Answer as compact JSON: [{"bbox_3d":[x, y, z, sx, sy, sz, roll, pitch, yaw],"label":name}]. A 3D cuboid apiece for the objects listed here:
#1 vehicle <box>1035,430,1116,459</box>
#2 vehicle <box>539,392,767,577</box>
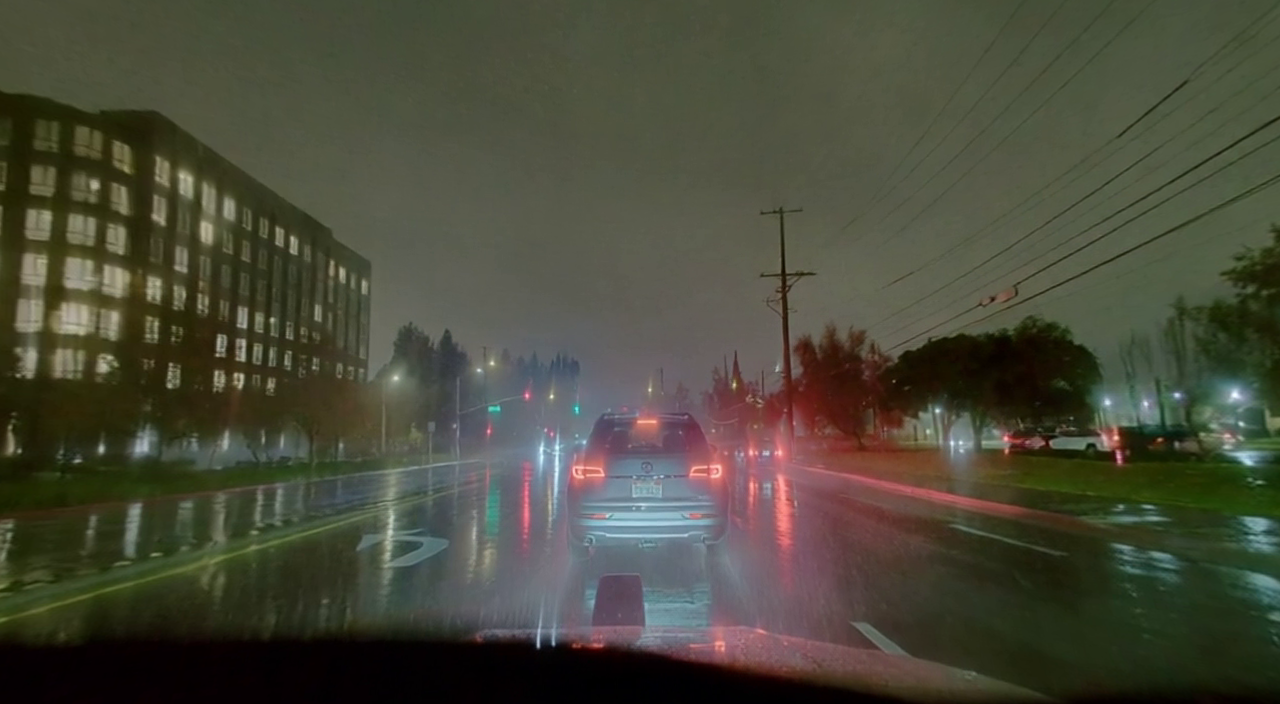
[{"bbox_3d":[33.926,7.262,49.495,2.400,2.035,6.402,-1,-9,7],"label":"vehicle"},{"bbox_3d":[0.121,1.604,8.339,2.189,1.776,4.342,0,-9,0],"label":"vehicle"}]
